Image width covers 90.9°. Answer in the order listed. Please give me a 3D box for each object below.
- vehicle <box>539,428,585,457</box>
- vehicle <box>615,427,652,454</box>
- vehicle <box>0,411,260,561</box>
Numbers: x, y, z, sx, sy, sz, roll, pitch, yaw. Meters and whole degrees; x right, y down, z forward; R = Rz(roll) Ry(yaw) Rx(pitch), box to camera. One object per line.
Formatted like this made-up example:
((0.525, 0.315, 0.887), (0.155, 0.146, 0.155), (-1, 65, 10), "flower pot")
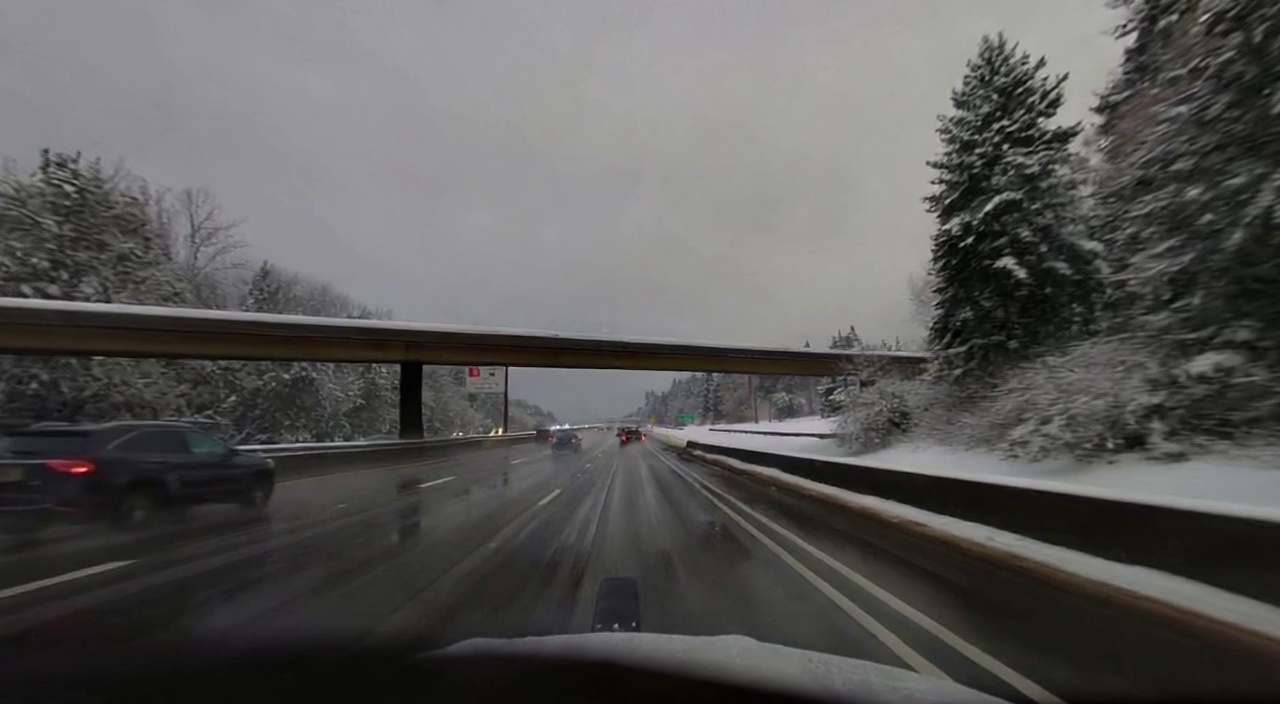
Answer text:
((-4.336, 5.092, 35.587), (2.103, 1.512, 4.155), (0, -8, 0), "vehicle")
((-0.443, 5.782, 41.167), (2.240, 1.646, 4.949), (0, -8, -1), "vehicle")
((-7.648, 1.679, 8.750), (2.009, 1.537, 4.449), (0, -8, -1), "vehicle")
